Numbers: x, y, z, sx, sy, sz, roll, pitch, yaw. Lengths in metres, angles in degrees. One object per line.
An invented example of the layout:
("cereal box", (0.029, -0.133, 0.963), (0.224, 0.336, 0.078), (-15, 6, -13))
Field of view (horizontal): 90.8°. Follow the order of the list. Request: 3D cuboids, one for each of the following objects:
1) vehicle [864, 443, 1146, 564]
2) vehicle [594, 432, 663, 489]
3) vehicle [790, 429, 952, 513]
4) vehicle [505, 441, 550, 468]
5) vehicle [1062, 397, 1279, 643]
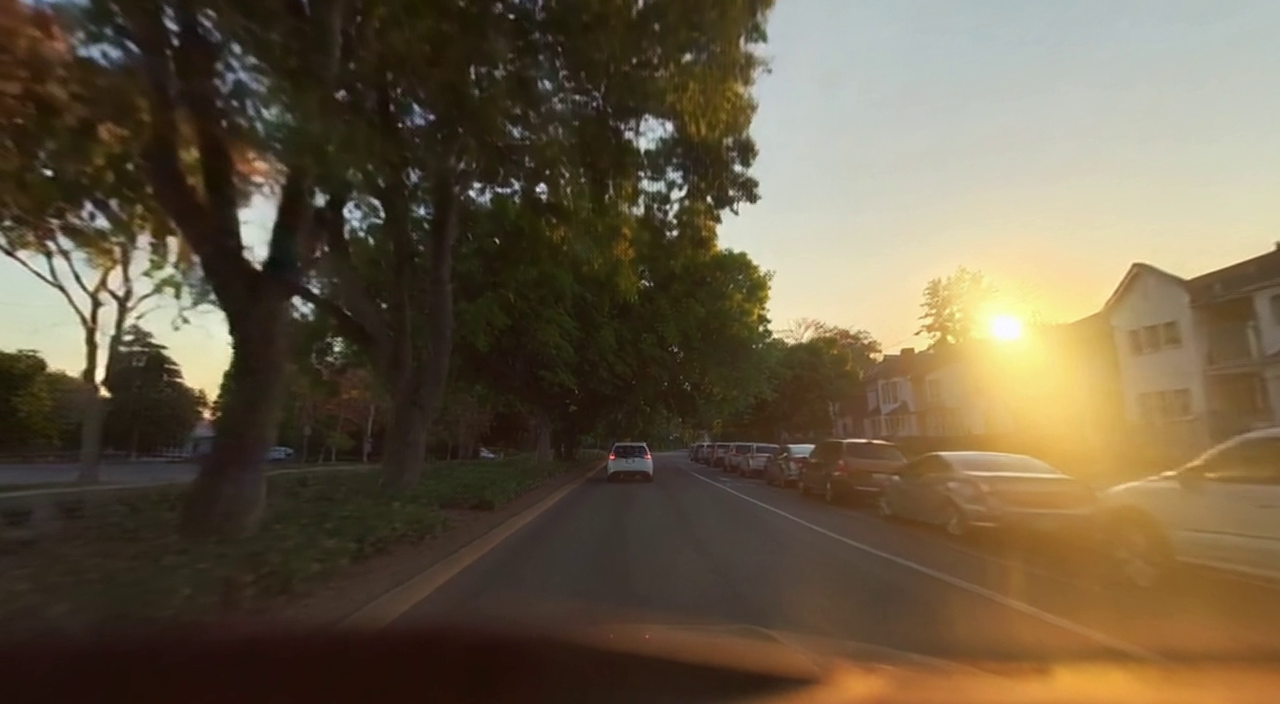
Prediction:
("vehicle", (5.348, 2.222, 10.078), (2.005, 1.499, 4.108), (0, -8, 0))
("vehicle", (-0.388, 3.555, 20.961), (2.070, 1.698, 3.925), (0, -8, -1))
("vehicle", (5.674, 2.986, 16.381), (2.233, 1.811, 4.922), (0, -8, -1))
("vehicle", (-6.556, 6.004, 37.163), (2.105, 1.474, 4.808), (1, -8, -4))
("vehicle", (5.890, 1.263, 4.672), (1.994, 1.853, 4.924), (0, -8, -2))
